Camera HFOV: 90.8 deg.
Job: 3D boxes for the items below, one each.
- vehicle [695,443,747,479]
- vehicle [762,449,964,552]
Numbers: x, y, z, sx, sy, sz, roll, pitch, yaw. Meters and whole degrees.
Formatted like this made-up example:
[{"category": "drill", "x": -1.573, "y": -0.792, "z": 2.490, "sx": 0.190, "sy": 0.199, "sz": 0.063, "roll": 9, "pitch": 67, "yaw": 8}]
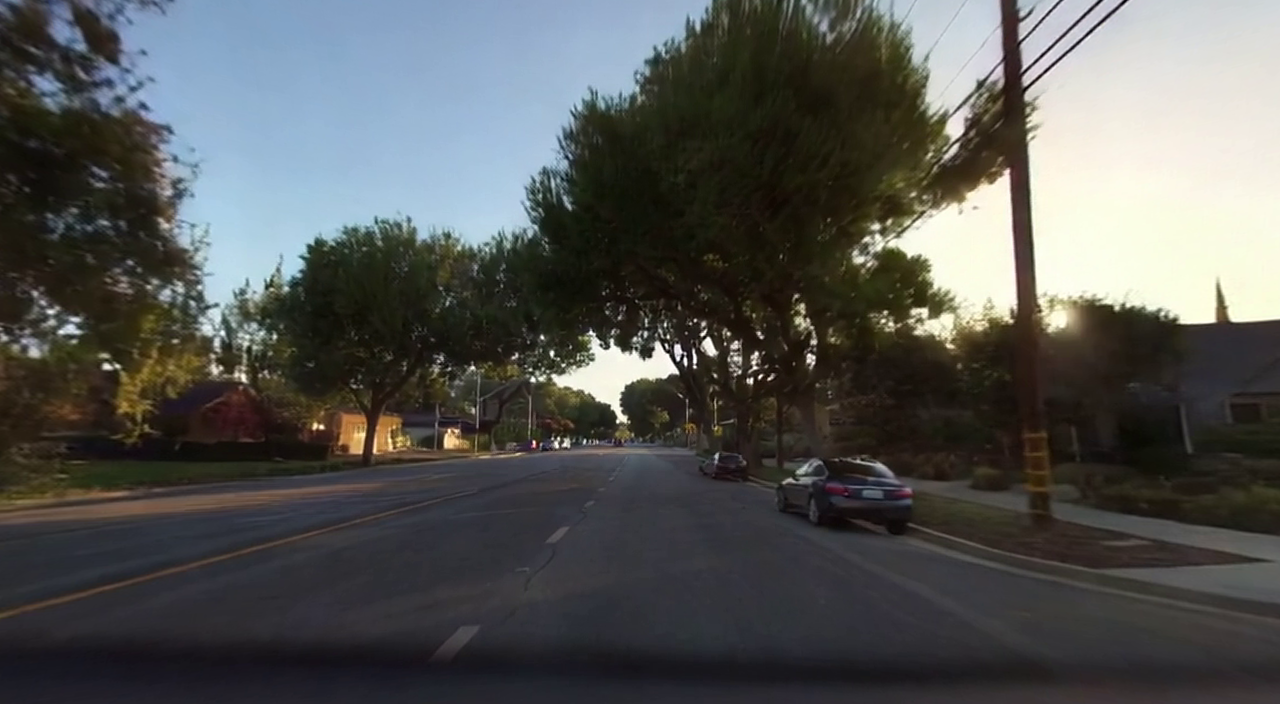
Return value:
[{"category": "vehicle", "x": 4.086, "y": 5.560, "z": 32.648, "sx": 2.020, "sy": 1.690, "sz": 4.621, "roll": 0, "pitch": -8, "yaw": -1}, {"category": "vehicle", "x": 3.817, "y": 2.597, "z": 11.880, "sx": 2.031, "sy": 1.500, "sz": 4.590, "roll": 0, "pitch": -8, "yaw": -1}]
